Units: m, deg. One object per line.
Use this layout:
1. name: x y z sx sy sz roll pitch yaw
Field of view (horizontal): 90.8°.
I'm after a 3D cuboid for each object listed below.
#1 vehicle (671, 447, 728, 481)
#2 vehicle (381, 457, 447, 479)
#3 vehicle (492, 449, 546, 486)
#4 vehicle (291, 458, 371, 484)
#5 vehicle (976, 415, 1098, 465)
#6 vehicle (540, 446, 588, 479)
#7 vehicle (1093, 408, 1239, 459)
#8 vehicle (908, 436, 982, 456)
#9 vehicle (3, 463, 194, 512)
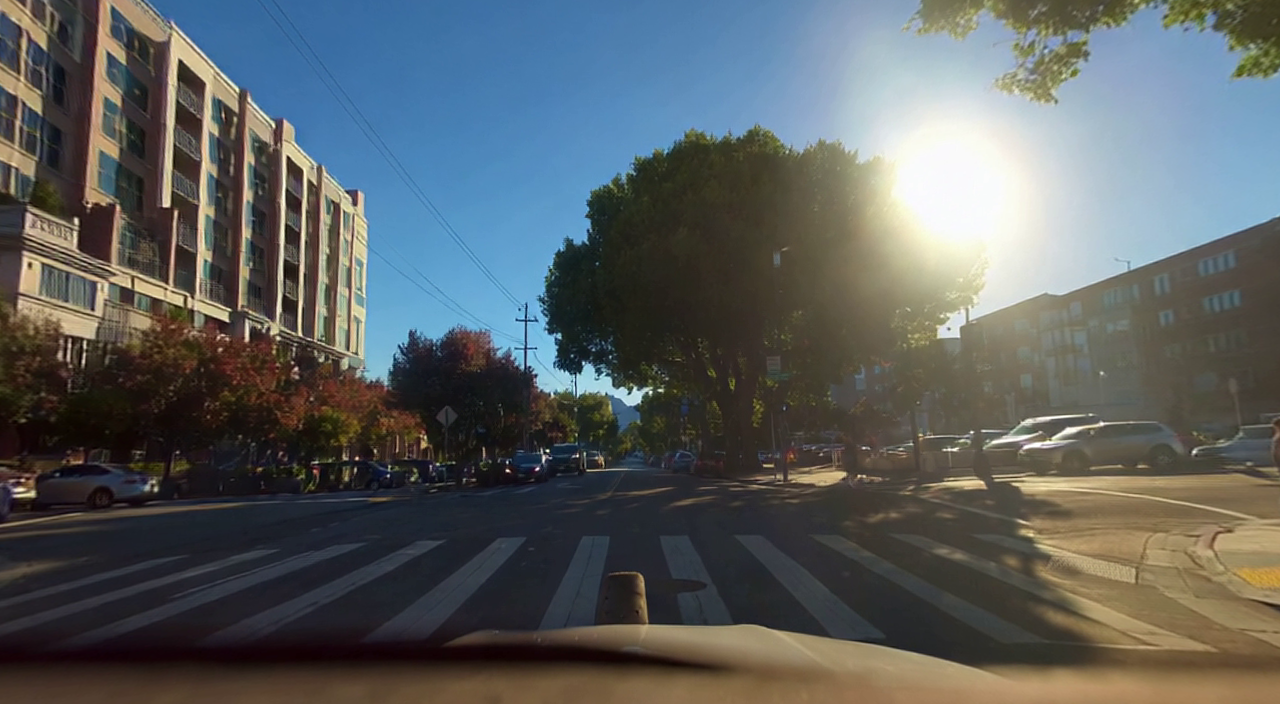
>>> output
1. vehicle: 3.216 5.884 33.478 1.942 1.603 3.785 -1 -8 23
2. vehicle: -16.916 8.696 47.360 4.203 1.544 1.889 0 -8 1
3. vehicle: -7.615 7.282 40.251 2.193 1.814 5.061 -9 -9 0
4. vehicle: -23.185 8.922 47.503 4.844 1.836 2.117 -1 -8 5
5. vehicle: 16.744 3.813 27.000 2.041 1.921 4.574 0 -9 -2
6. vehicle: -4.464 6.574 37.689 2.102 1.768 4.290 -2 -9 2
7. vehicle: 22.305 3.556 27.148 2.137 1.962 4.988 -1 -9 3
8. vehicle: 23.015 7.126 47.772 4.528 1.475 2.070 0 -9 3
9. vehicle: -17.315 4.334 20.374 4.439 1.448 1.793 0 -9 0
